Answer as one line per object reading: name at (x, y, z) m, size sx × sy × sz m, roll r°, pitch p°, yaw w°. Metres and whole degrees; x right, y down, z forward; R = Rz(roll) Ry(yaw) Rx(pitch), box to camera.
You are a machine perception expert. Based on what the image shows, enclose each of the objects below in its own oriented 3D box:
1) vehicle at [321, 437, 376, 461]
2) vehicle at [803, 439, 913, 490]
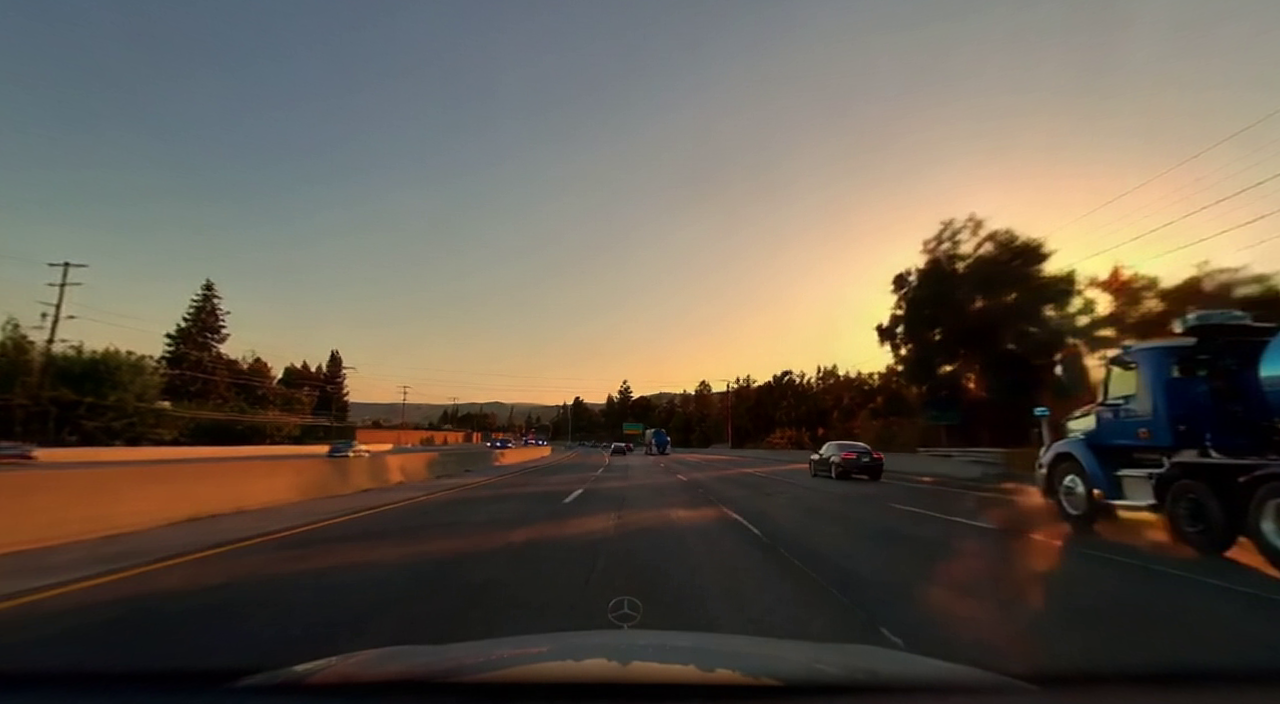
vehicle at (-21.671, 7.210, 47.103) m, size 1.990 × 1.710 × 4.556 m, roll 0°, pitch -8°, yaw -2°
vehicle at (7.013, 3.644, 20.901) m, size 1.905 × 1.480 × 4.624 m, roll 0°, pitch -8°, yaw -1°
